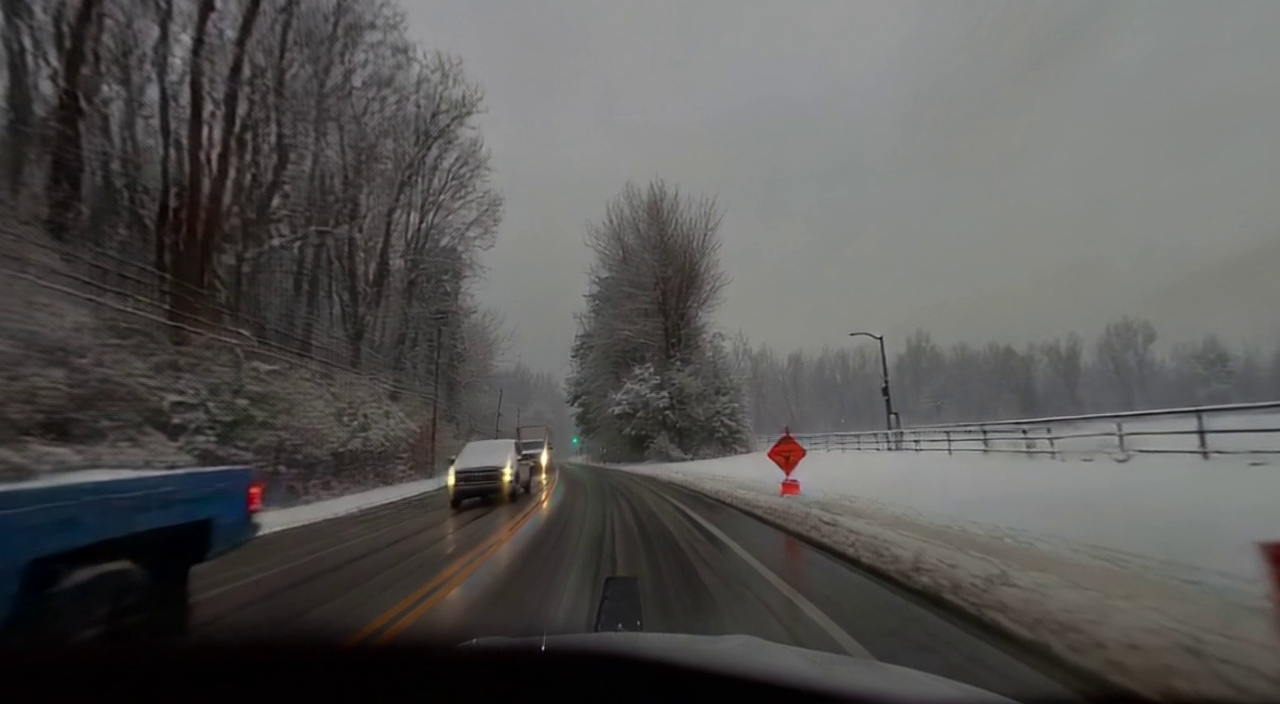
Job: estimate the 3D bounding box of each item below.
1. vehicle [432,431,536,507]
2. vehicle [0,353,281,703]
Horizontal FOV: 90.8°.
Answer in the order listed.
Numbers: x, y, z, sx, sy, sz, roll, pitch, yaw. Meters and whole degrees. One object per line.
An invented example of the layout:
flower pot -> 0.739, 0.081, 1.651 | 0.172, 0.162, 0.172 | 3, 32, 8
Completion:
vehicle -> -4.100, 3.123, 17.391 | 2.057, 1.792, 4.457 | 1, -9, -5
vehicle -> -3.619, 0.808, 2.054 | 2.177, 1.721, 4.794 | 0, -8, -2
